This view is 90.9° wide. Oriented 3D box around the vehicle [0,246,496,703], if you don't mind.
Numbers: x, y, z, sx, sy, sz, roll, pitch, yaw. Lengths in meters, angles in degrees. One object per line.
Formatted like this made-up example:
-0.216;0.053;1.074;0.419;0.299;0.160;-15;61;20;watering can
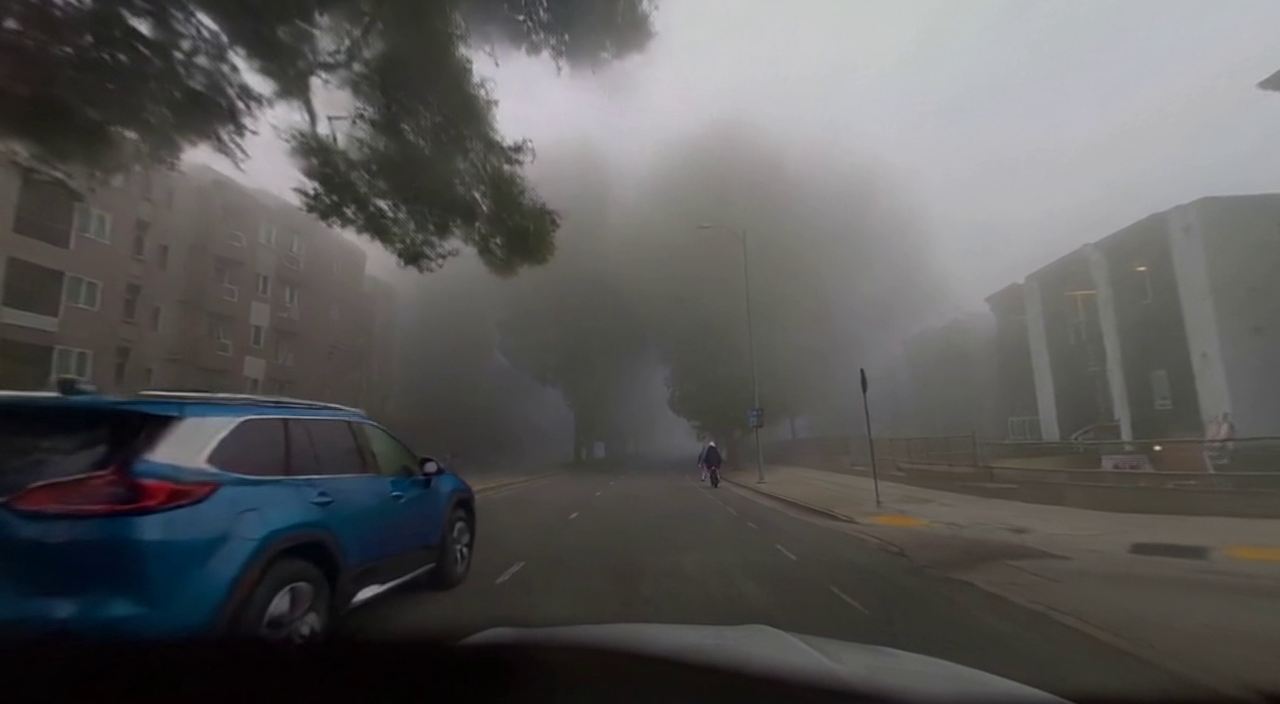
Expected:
-2.779;1.025;4.245;2.294;1.859;5.127;-1;-9;1;vehicle
